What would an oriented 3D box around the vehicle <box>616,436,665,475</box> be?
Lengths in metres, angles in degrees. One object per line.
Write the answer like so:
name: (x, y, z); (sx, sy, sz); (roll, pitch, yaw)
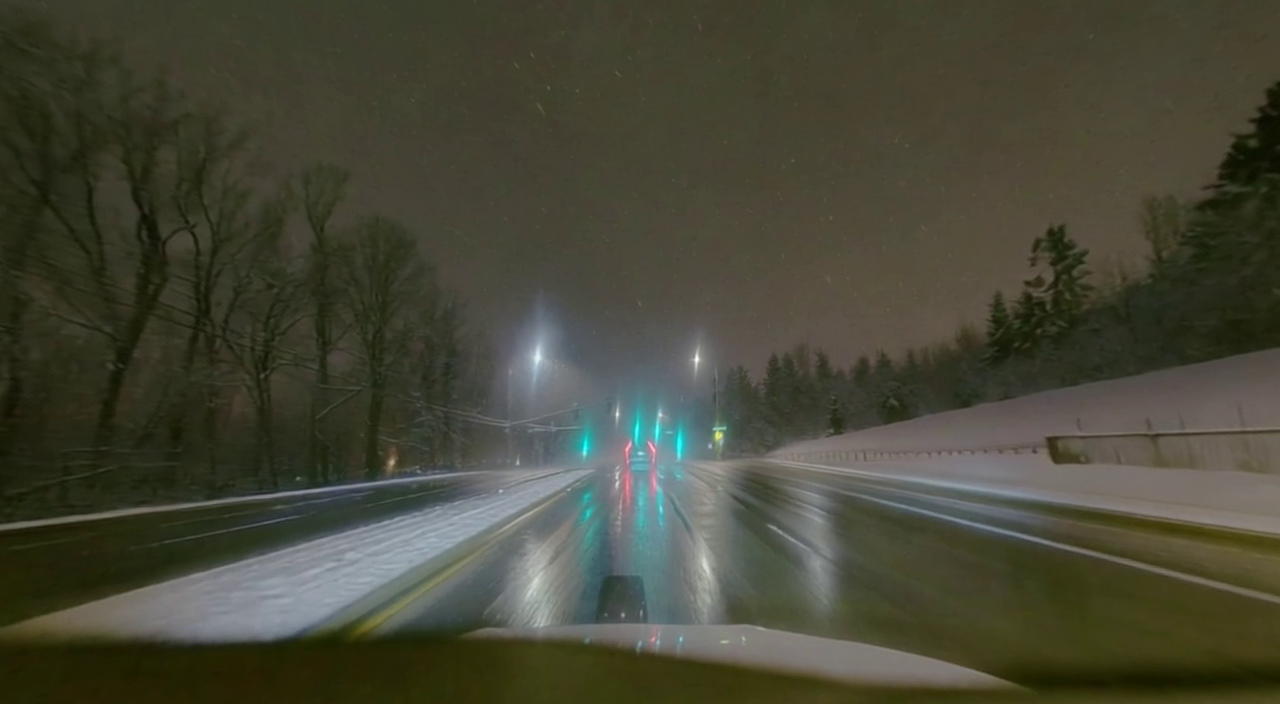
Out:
vehicle: (0.018, 5.056, 30.858); (2.256, 1.734, 4.176); (0, -8, 0)
